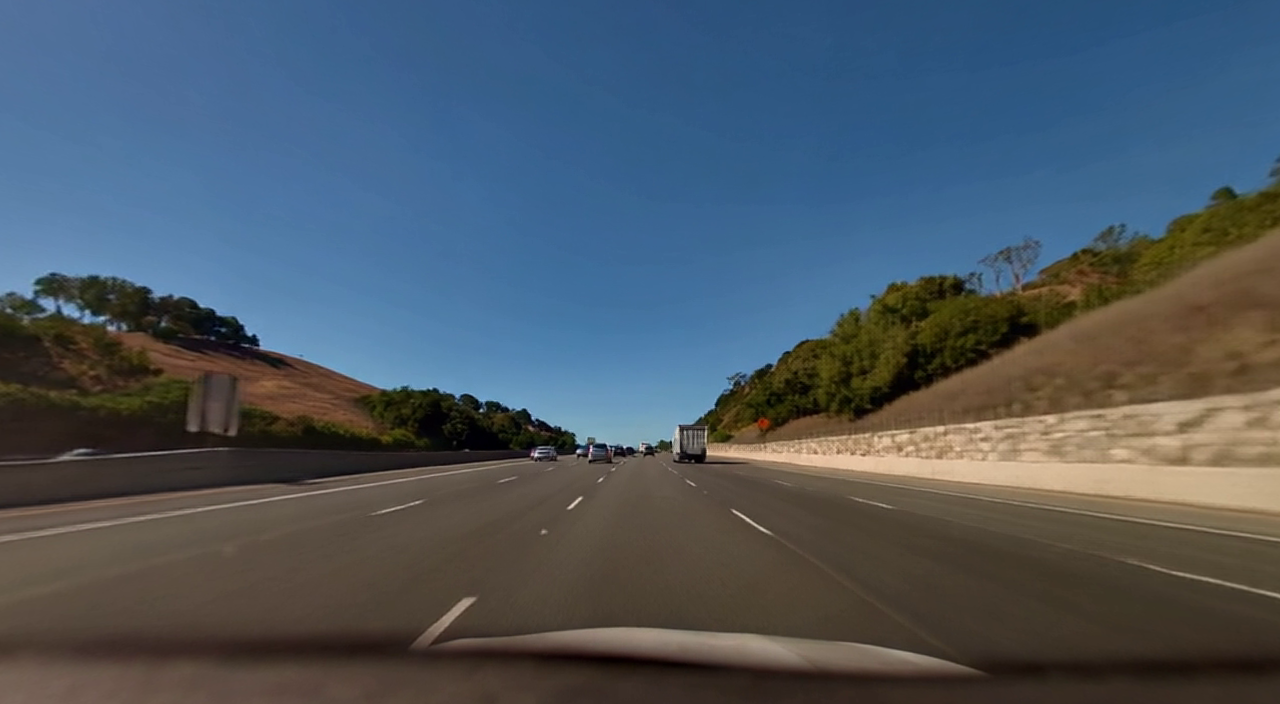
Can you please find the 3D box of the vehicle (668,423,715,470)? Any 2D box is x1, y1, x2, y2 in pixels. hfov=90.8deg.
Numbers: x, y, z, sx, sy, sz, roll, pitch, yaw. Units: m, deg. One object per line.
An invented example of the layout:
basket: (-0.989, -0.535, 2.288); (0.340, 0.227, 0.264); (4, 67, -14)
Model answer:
vehicle: (3.698, 7.039, 47.168); (2.795, 3.187, 7.205); (0, -8, -1)

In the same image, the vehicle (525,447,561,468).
vehicle: (-7.473, 8.131, 48.995); (2.102, 1.522, 4.394); (0, -9, 0)
